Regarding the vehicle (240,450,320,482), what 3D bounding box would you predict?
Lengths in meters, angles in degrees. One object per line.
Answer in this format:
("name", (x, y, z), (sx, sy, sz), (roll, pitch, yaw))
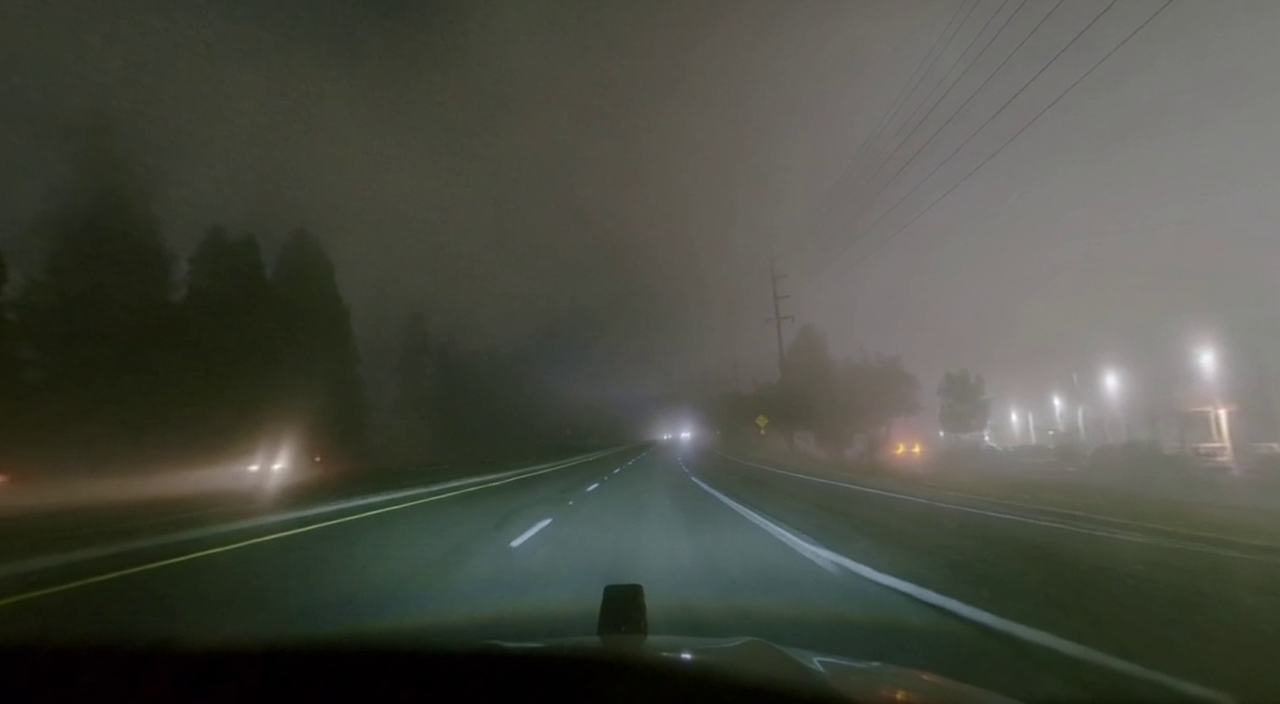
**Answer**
("vehicle", (-20.393, 6.453, 35.963), (1.894, 1.632, 4.145), (-1, -9, 4))
